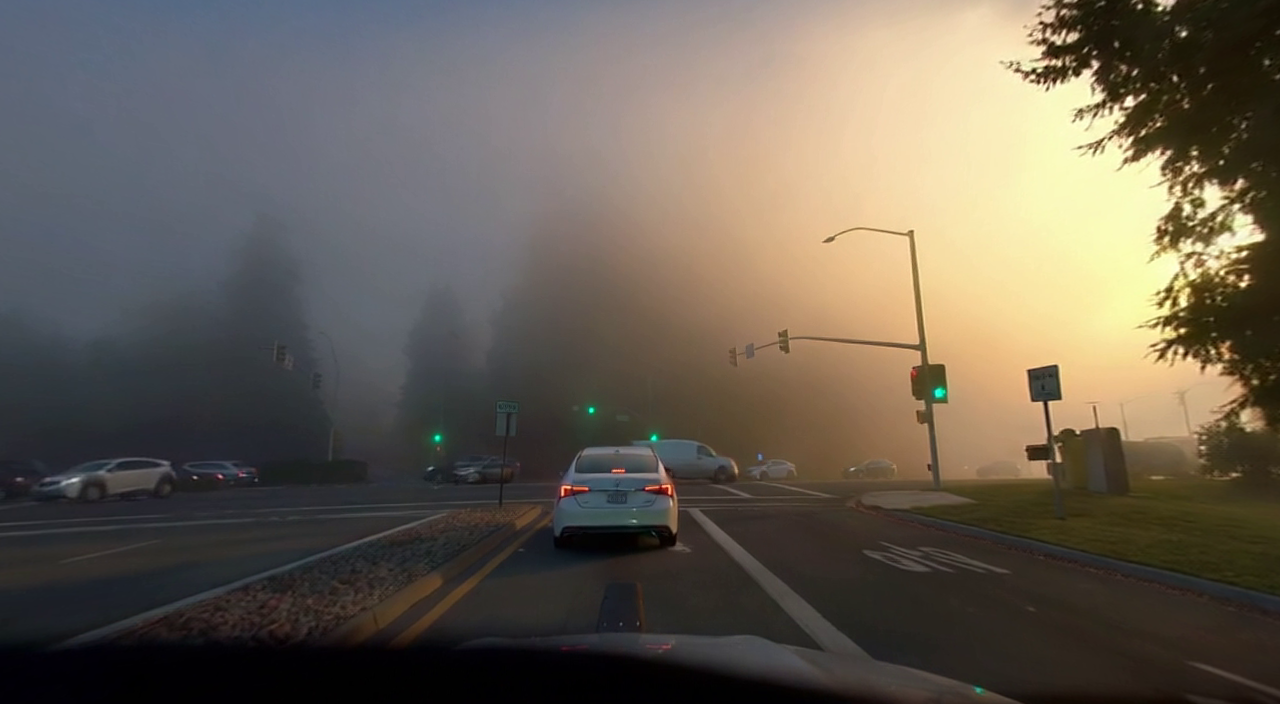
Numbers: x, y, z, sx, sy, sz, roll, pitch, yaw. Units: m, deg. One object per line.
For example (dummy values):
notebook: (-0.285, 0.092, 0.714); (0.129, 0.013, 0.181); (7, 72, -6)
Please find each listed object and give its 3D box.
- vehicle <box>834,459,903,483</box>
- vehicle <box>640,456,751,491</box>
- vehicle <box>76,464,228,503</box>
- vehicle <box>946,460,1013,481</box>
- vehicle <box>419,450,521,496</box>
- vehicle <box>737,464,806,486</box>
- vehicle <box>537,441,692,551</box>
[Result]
vehicle: (16.477, 8.573, 45.636); (4.337, 1.637, 1.860); (2, -9, -16)
vehicle: (2.607, 5.629, 29.472); (4.838, 1.449, 2.077); (-3, -9, 17)
vehicle: (-20.087, 5.420, 26.223); (4.548, 1.449, 1.802); (2, -9, -13)
vehicle: (25.925, 9.050, 48.316); (4.358, 1.471, 1.875); (2, -9, -16)
vehicle: (-7.431, 5.185, 27.509); (4.355, 1.789, 2.175); (-7, -11, 41)
vehicle: (9.062, 8.497, 43.642); (4.254, 1.359, 1.895); (2, -9, -16)
vehicle: (-0.412, 2.289, 10.842); (2.112, 1.479, 4.264); (0, -8, -2)
